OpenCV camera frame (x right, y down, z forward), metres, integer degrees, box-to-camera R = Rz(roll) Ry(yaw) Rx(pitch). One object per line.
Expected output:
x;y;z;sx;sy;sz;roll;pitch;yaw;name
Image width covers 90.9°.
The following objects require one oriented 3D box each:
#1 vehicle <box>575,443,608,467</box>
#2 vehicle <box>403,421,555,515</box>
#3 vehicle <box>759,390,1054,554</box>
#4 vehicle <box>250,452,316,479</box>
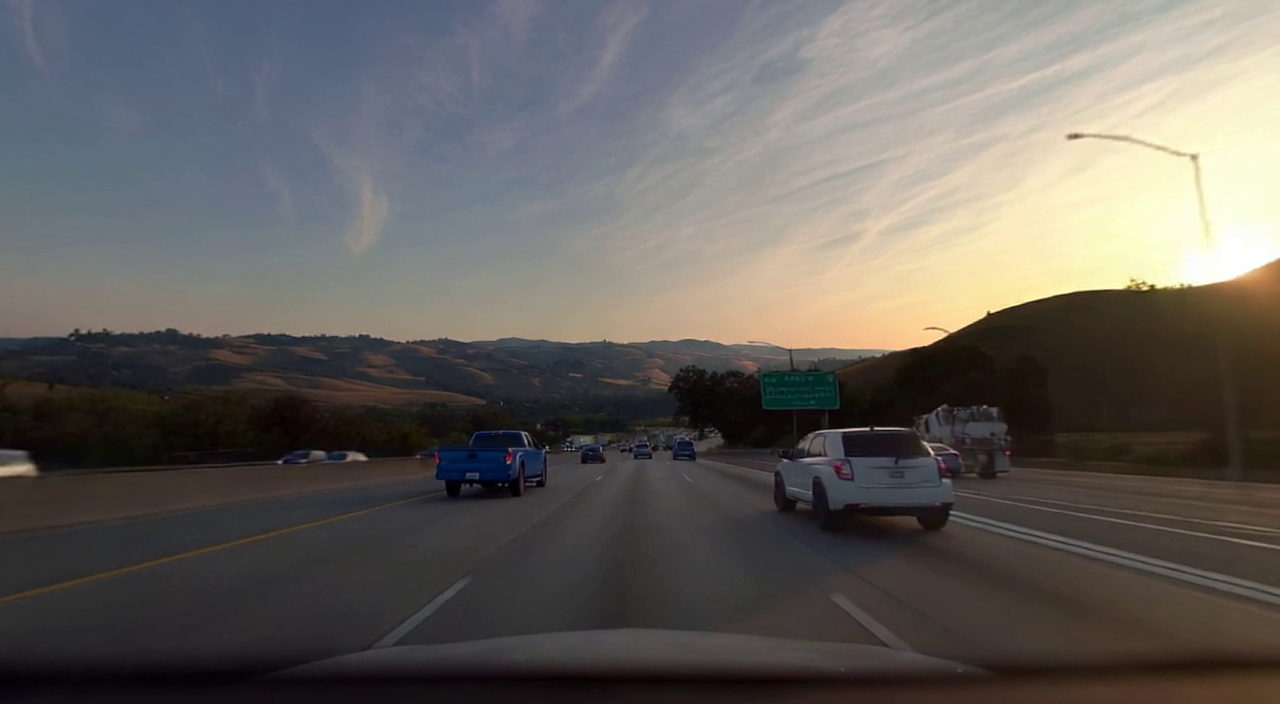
-3.713;7.923;48.737;2.235;1.785;4.386;0;-8;0;vehicle
-3.561;2.689;15.208;2.227;1.853;5.161;0;-8;1;vehicle
3.737;1.848;10.450;2.424;1.952;5.611;0;-8;0;vehicle
-24.635;7.833;43.729;1.909;1.640;4.577;0;-8;0;vehicle
